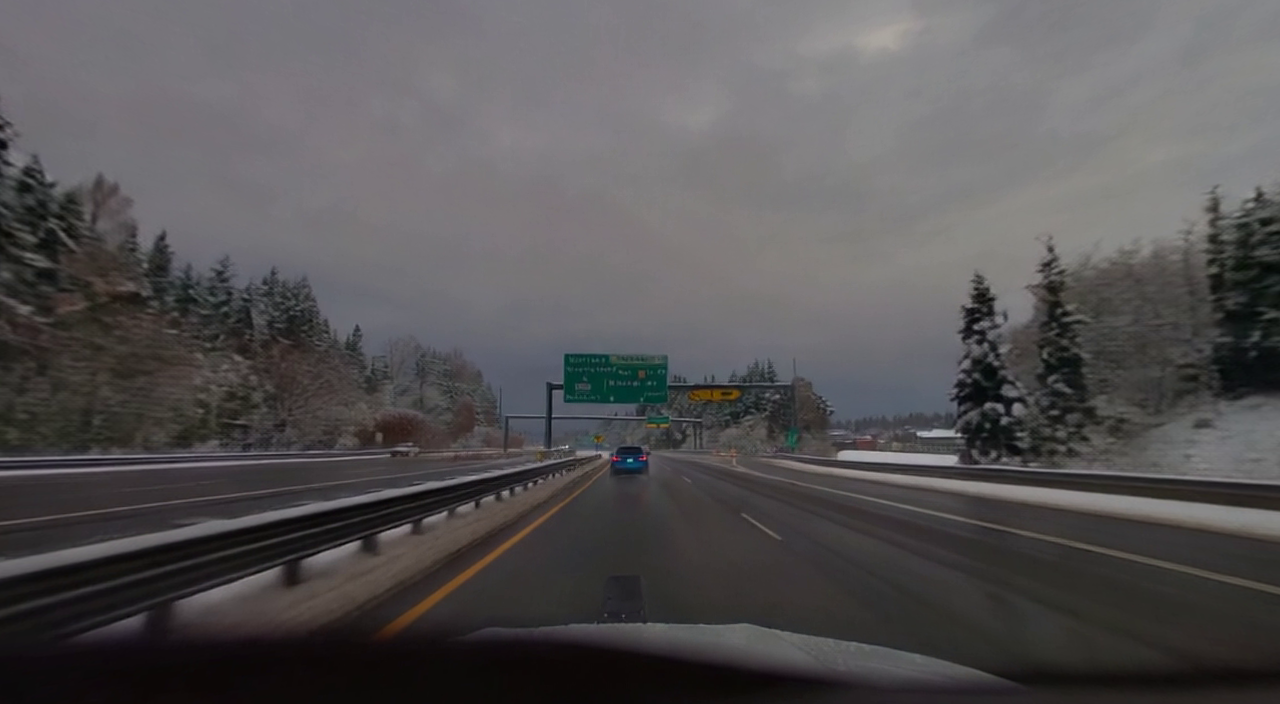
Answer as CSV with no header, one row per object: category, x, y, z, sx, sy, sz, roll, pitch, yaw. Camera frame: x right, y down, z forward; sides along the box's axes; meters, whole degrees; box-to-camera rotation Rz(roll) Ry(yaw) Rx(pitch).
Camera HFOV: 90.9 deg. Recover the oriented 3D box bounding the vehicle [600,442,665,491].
vehicle,-0.239,3.943,22.007,2.069,1.523,4.012,0,-9,0
